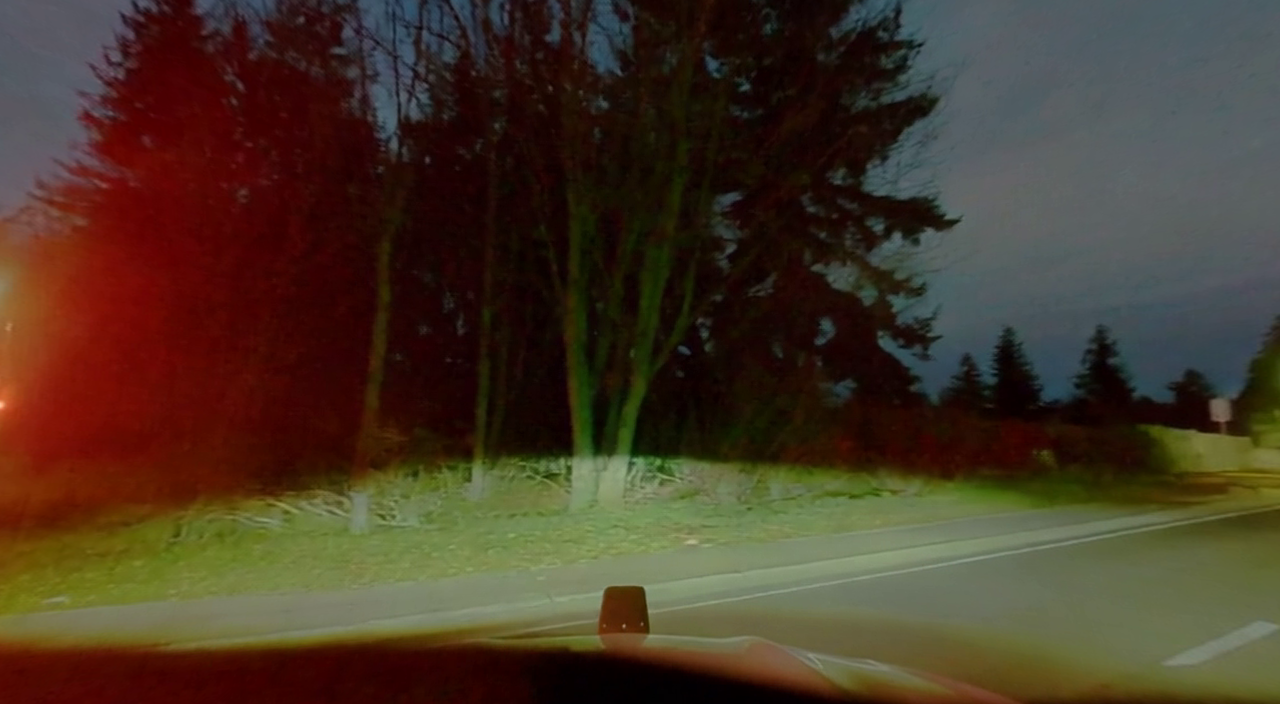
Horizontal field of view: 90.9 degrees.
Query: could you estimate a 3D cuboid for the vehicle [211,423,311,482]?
[{"bbox_3d":[-12.430,3.217,20.795,2.449,1.666,5.035,4,-8,-30],"label":"vehicle"}]
